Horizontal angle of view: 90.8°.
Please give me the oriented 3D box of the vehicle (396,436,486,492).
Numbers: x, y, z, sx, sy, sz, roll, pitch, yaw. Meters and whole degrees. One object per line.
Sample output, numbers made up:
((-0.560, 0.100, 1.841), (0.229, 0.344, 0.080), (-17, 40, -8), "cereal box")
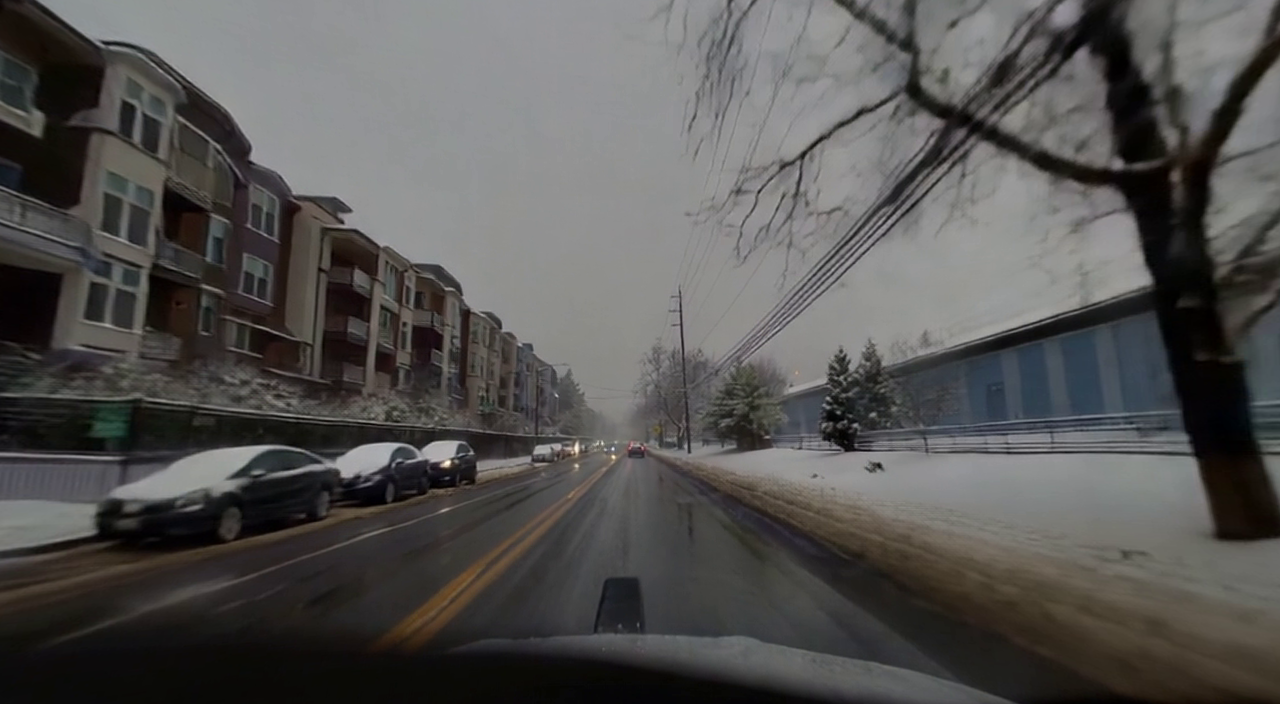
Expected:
((-6.795, 3.805, 22.012), (1.878, 1.658, 3.827), (3, -7, -1), "vehicle")

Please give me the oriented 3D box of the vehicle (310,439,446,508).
((-6.772, 3.130, 16.906), (1.773, 1.466, 4.407), (4, -8, -1), "vehicle")

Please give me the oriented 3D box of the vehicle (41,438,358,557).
((-6.728, 2.199, 10.539), (1.914, 1.417, 4.750), (3, -8, -1), "vehicle")

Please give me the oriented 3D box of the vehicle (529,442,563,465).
((-7.184, 7.780, 48.722), (1.913, 1.560, 4.513), (3, -8, 0), "vehicle")
